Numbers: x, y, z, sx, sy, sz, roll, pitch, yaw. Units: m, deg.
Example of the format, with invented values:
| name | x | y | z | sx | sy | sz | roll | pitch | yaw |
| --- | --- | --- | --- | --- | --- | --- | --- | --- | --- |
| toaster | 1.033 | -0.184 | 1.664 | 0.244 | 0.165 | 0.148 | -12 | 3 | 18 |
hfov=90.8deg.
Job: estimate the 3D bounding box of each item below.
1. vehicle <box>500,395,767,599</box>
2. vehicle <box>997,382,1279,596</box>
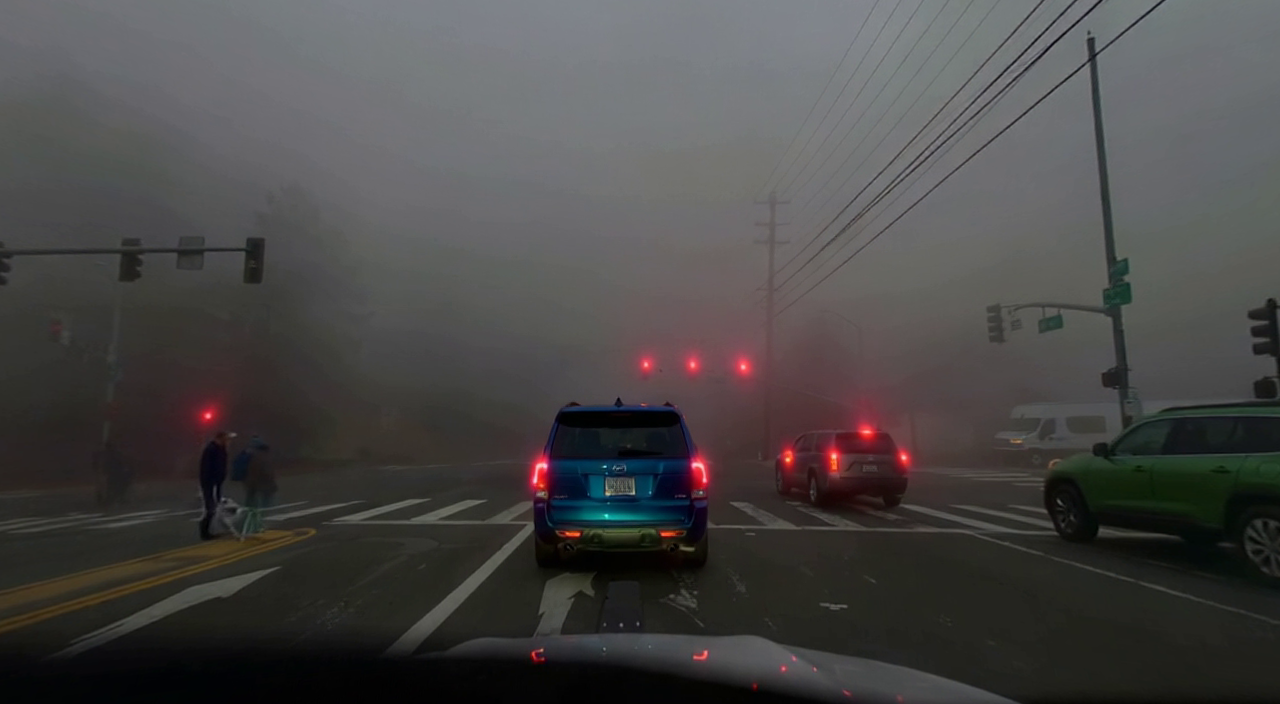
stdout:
| name | x | y | z | sx | sy | sz | roll | pitch | yaw |
| --- | --- | --- | --- | --- | --- | --- | --- | --- | --- |
| vehicle | -0.093 | 1.561 | 7.636 | 2.285 | 1.729 | 4.252 | 0 | -9 | -1 |
| vehicle | 6.574 | 1.445 | 7.237 | 2.119 | 1.827 | 4.806 | 0 | -9 | 0 |
